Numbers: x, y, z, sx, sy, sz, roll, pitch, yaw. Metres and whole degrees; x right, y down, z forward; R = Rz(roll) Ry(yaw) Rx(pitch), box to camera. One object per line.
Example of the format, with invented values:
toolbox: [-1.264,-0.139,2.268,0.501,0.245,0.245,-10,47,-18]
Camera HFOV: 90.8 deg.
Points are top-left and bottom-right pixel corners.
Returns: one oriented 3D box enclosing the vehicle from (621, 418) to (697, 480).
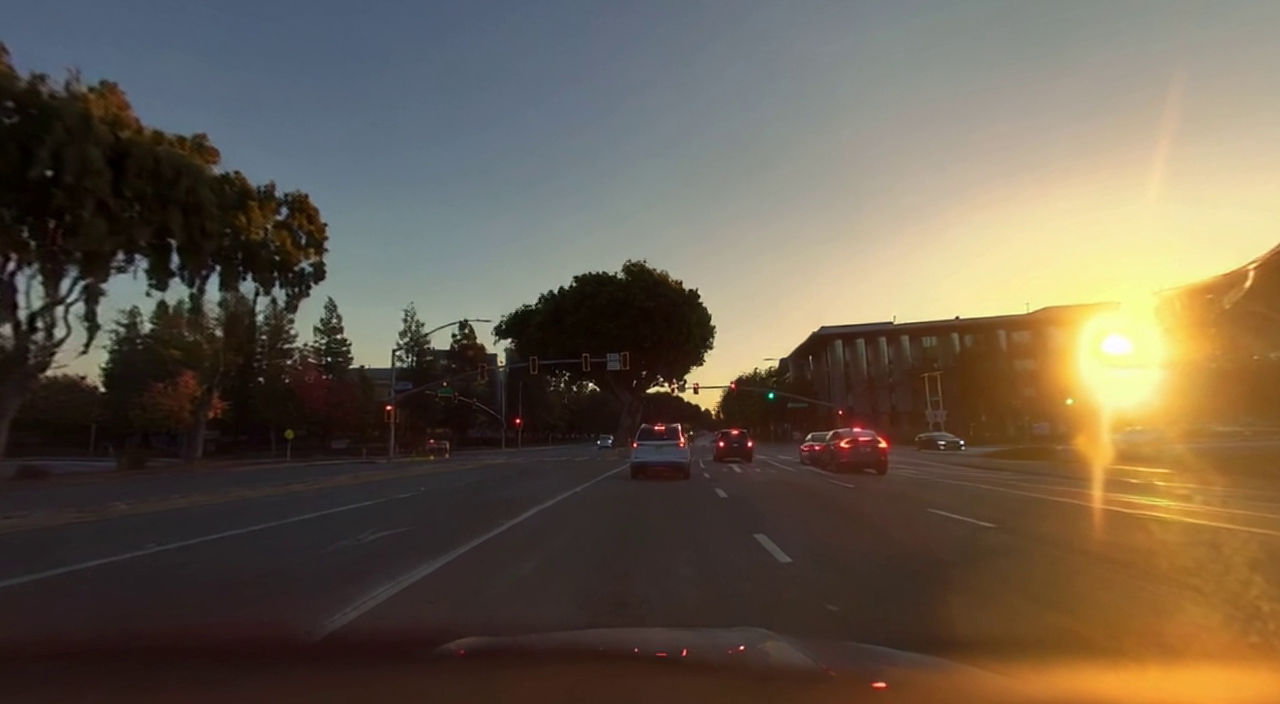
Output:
vehicle: [0.662,3.191,20.739,2.211,1.795,4.179,0,-9,3]

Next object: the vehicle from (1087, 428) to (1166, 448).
vehicle: [37.575,6.710,48.915,4.596,1.468,1.785,-6,-11,31]

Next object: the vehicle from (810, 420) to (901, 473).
vehicle: [7.992,3.594,23.951,2.074,1.791,4.393,0,-9,3]

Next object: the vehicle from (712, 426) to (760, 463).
vehicle: [4.865,4.796,32.559,2.188,1.774,4.646,-1,-9,6]

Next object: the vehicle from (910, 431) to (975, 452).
vehicle: [23.764,7.014,49.684,4.482,1.465,1.831,-3,-11,29]
